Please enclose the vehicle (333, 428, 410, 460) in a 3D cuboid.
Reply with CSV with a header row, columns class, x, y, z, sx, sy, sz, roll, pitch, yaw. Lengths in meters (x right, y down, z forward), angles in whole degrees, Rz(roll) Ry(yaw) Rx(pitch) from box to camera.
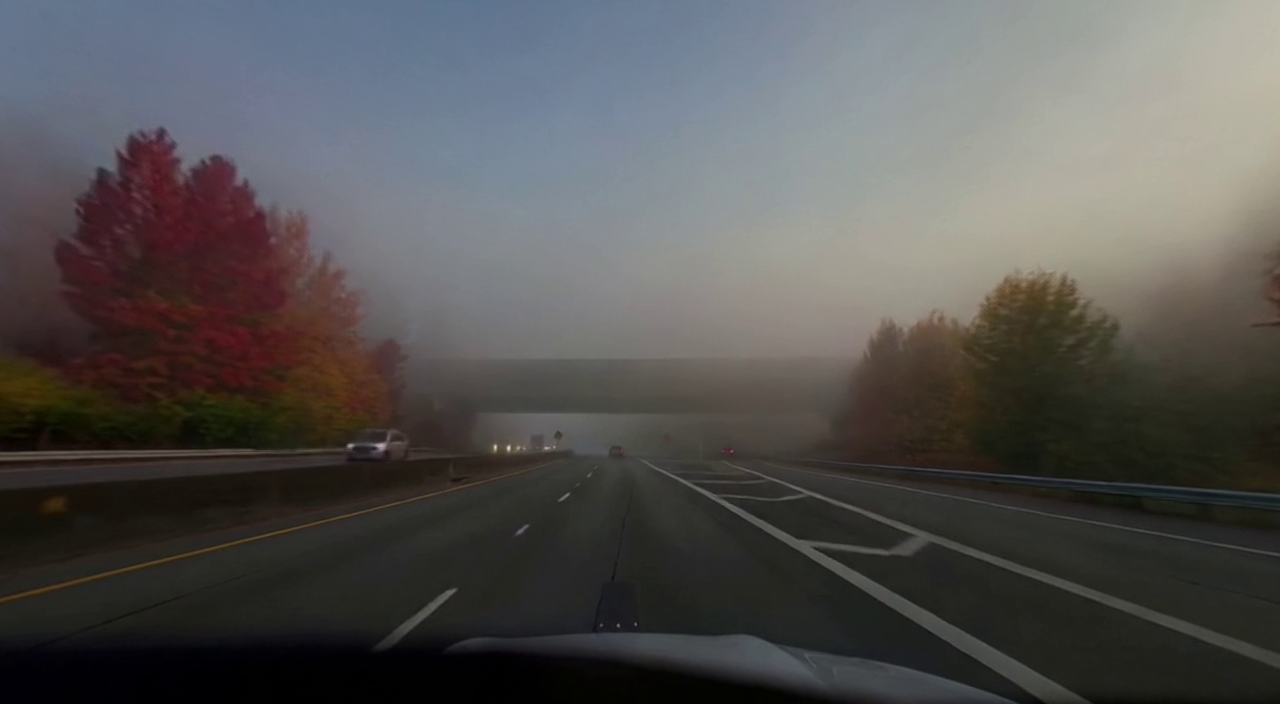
class,x,y,z,sx,sy,sz,roll,pitch,yaw
vehicle,-14.040,4.868,33.061,1.983,1.549,4.681,0,-9,0
